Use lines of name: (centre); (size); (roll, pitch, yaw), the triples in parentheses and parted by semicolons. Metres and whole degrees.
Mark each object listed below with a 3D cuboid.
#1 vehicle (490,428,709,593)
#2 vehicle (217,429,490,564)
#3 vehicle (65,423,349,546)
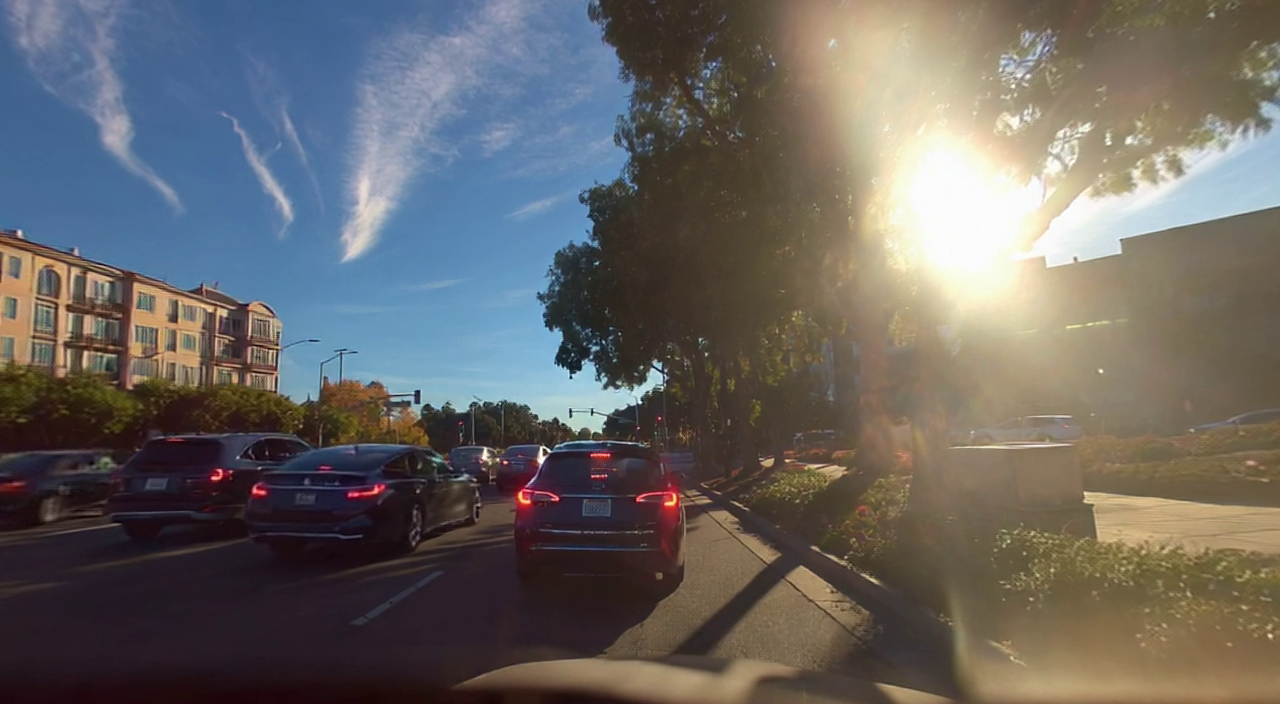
vehicle: (-0.390, 1.801, 8.014); (2.066, 1.544, 3.954); (0, -9, 0)
vehicle: (-3.831, 1.998, 9.558); (1.913, 1.521, 4.539); (0, -9, 1)
vehicle: (-7.369, 2.265, 11.479); (2.068, 1.784, 4.224); (0, -9, 1)
